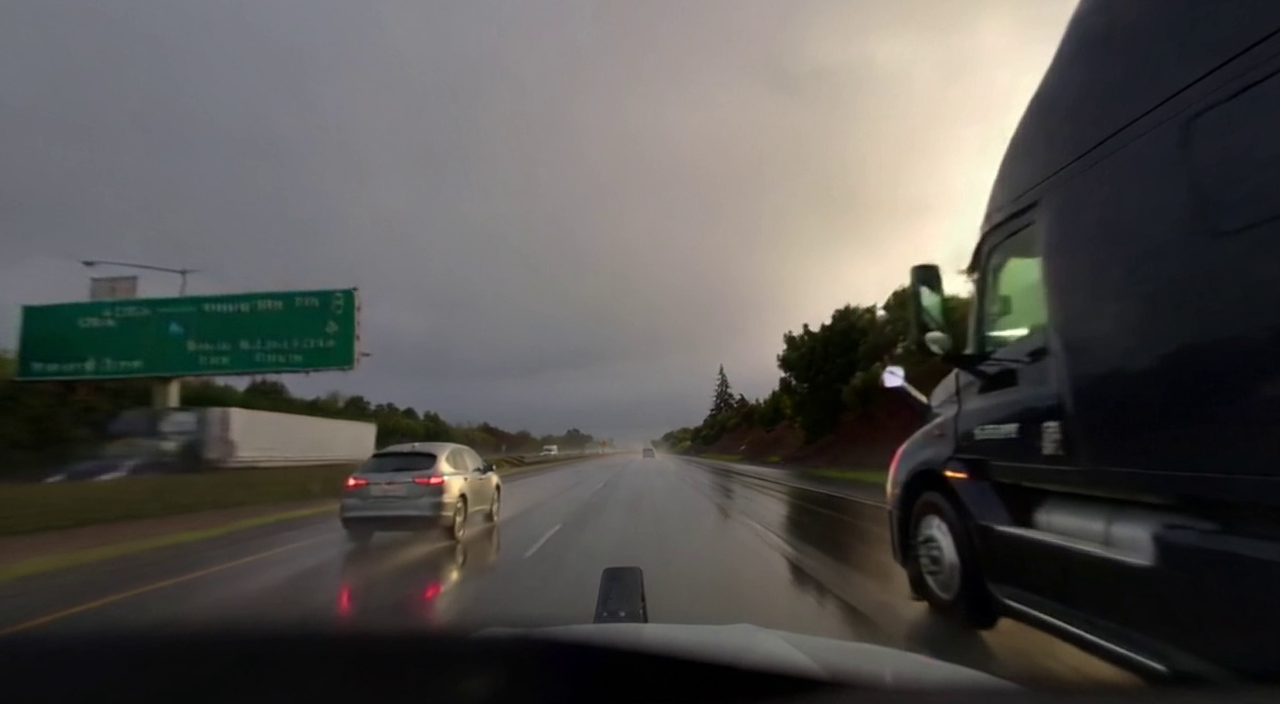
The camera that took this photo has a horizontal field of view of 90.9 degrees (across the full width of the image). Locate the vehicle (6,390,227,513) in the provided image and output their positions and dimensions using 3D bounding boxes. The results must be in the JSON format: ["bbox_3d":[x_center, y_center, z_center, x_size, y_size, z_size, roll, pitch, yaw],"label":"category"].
[{"bbox_3d":[-19.344,3.755,23.957,2.931,4.031,6.057,0,-9,0],"label":"vehicle"}]

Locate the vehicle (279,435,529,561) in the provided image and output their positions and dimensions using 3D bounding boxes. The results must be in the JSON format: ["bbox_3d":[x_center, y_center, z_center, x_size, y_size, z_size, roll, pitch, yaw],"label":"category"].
[{"bbox_3d":[-3.228,2.109,9.890,2.054,1.475,4.708,0,-9,1],"label":"vehicle"}]
